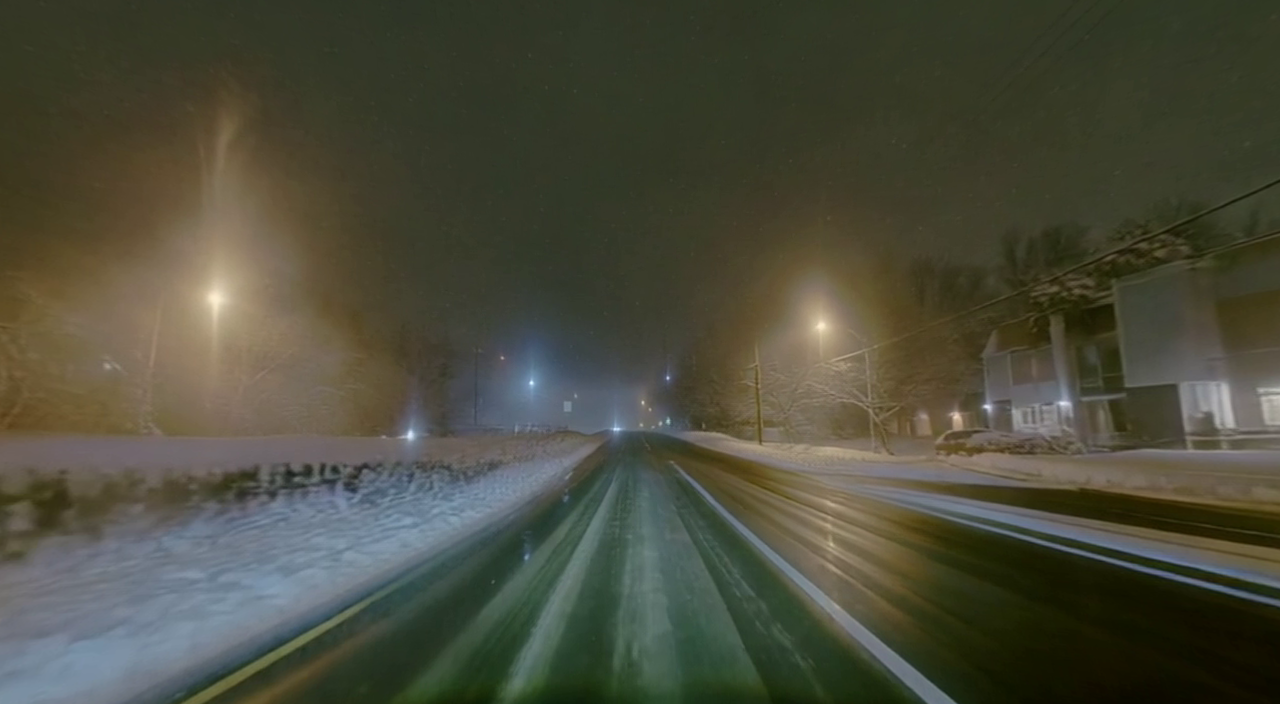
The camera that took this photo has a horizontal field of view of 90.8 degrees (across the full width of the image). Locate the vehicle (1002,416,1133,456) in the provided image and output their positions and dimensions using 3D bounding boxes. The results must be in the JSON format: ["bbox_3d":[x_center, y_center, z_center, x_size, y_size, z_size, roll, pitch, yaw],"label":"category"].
[{"bbox_3d":[24.496,4.870,36.427,5.603,2.179,2.440,-1,-8,5],"label":"vehicle"}]

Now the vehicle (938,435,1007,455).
[{"bbox_3d":[24.838,6.943,47.238,4.140,1.416,1.767,0,-8,-1],"label":"vehicle"}]
